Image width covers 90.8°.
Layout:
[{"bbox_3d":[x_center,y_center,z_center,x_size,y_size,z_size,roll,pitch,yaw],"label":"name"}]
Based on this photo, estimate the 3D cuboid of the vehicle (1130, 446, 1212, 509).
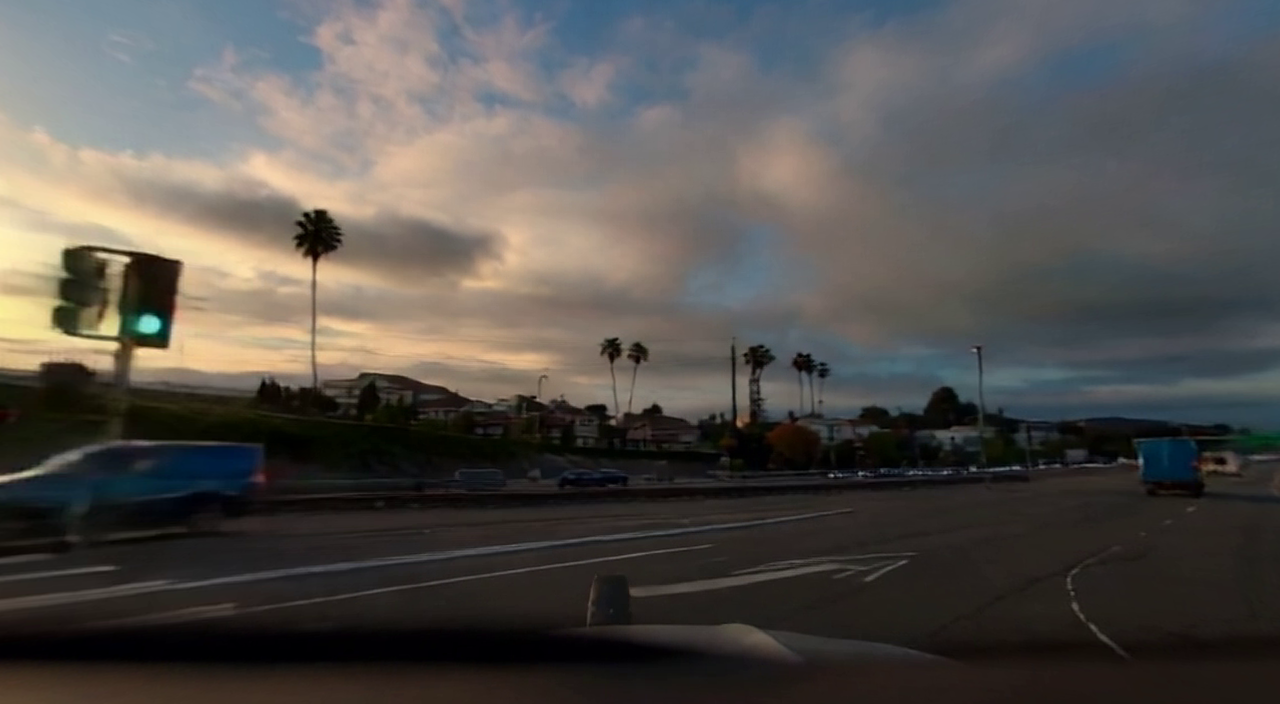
[{"bbox_3d":[27.889,6.511,33.130,4.180,3.020,2.606,11,-14,-44],"label":"vehicle"}]
